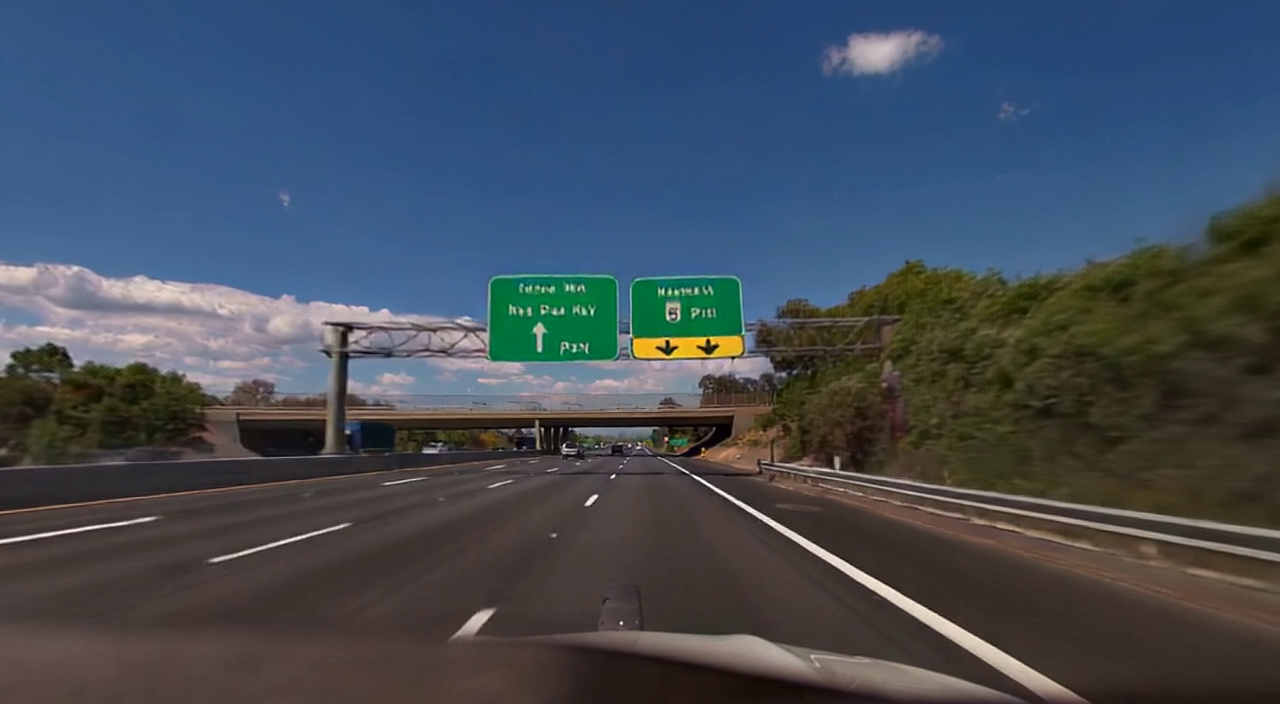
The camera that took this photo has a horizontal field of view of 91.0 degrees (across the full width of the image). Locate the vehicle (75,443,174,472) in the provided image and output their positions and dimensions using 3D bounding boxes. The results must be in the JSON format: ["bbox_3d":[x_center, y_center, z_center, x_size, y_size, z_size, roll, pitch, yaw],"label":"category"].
[{"bbox_3d":[-30.606,6.259,37.617,1.900,1.553,4.687,1,-9,0],"label":"vehicle"}]
